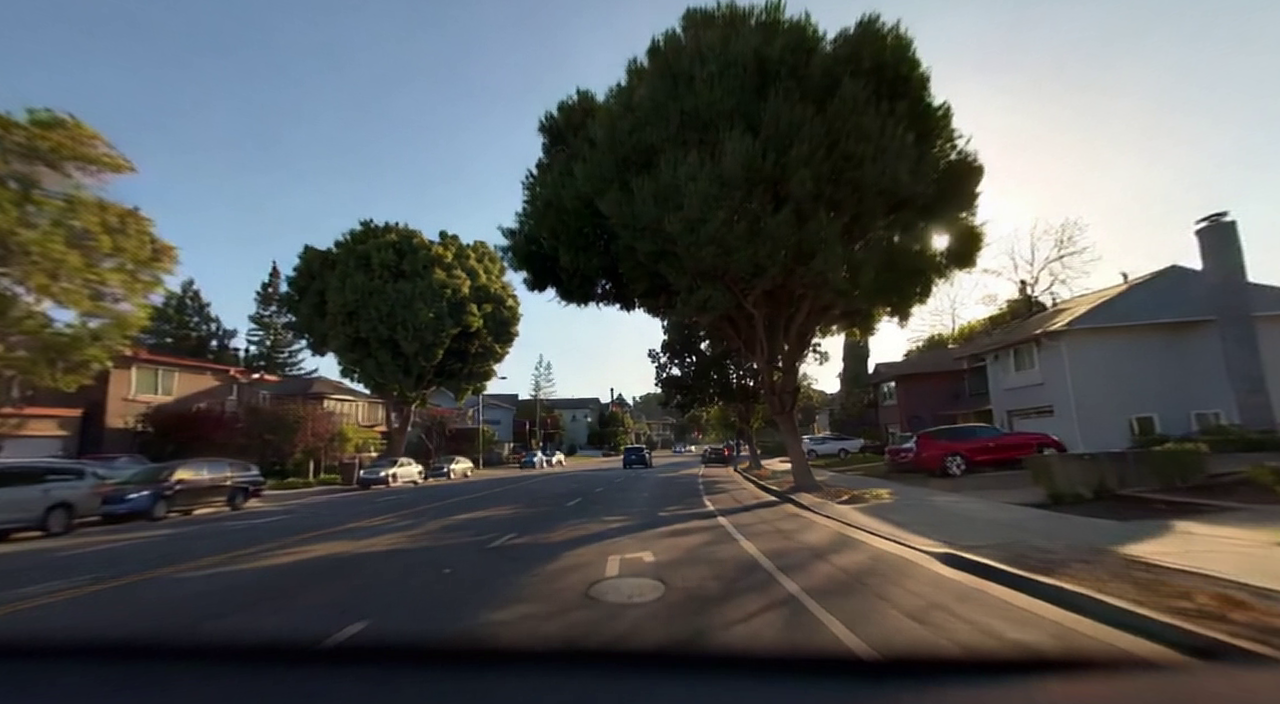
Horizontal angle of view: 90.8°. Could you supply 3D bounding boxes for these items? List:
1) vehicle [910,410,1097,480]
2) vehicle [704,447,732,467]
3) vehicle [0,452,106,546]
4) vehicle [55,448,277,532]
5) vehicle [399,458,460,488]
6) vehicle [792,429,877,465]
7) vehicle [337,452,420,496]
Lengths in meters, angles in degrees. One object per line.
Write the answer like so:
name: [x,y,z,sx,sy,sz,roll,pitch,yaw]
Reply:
vehicle: [10.918,2.843,19.255,4.383,1.602,1.920,-6,-9,1]
vehicle: [5.938,7.966,48.124,2.016,1.477,4.207,-1,-9,6]
vehicle: [-14.224,3.090,12.718,2.157,1.882,5.479,-5,-9,1]
vehicle: [-13.952,4.017,19.283,2.114,1.931,5.936,-6,-9,2]
vehicle: [-12.563,7.225,37.966,1.695,1.423,4.371,-7,-10,6]
vehicle: [11.872,5.818,38.787,4.463,1.765,1.960,-5,-8,-1]
vehicle: [-13.260,6.151,32.305,2.009,1.789,4.449,-8,-9,4]
